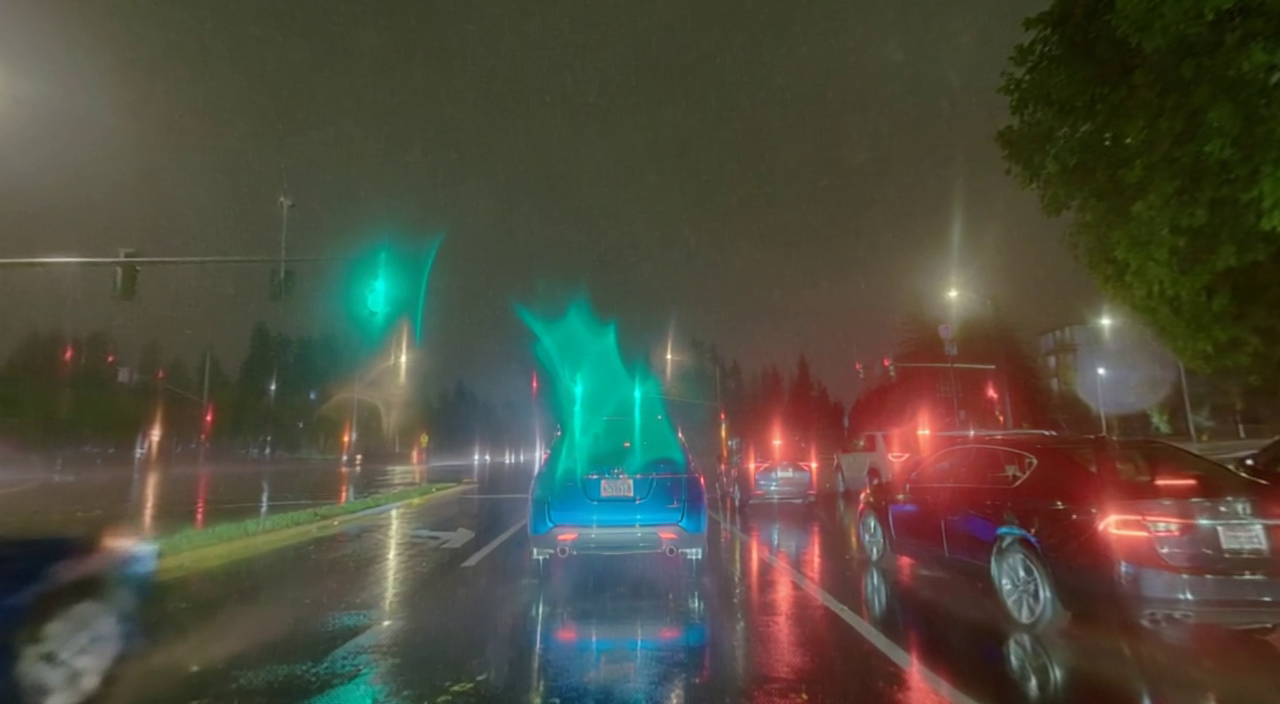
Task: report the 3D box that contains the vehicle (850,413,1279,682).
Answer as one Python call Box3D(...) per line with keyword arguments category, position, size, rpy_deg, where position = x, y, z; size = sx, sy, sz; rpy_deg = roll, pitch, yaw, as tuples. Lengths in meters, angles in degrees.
Box3D(category="vehicle", position=(3.612, 1.397, 5.693), size=(1.861, 1.478, 4.185), rpy_deg=(0, -8, -2))

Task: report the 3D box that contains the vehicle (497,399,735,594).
Box3D(category="vehicle", position=(-0.274, 1.560, 7.625), size=(2.101, 1.707, 3.904), rpy_deg=(0, -8, -2))

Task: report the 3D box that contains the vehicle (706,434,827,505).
Box3D(category="vehicle", position=(2.960, 2.856, 15.770), size=(1.950, 1.506, 4.086), rpy_deg=(0, -8, -3))

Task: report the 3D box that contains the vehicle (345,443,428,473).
Box3D(category="vehicle", position=(-16.170, 6.714, 40.263), size=(4.972, 1.794, 2.186), rpy_deg=(-5, -10, 29))

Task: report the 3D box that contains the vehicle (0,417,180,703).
Box3D(category="vehicle", position=(-3.680, 0.816, 1.333), size=(2.063, 1.454, 4.553), rpy_deg=(0, -8, -2))
